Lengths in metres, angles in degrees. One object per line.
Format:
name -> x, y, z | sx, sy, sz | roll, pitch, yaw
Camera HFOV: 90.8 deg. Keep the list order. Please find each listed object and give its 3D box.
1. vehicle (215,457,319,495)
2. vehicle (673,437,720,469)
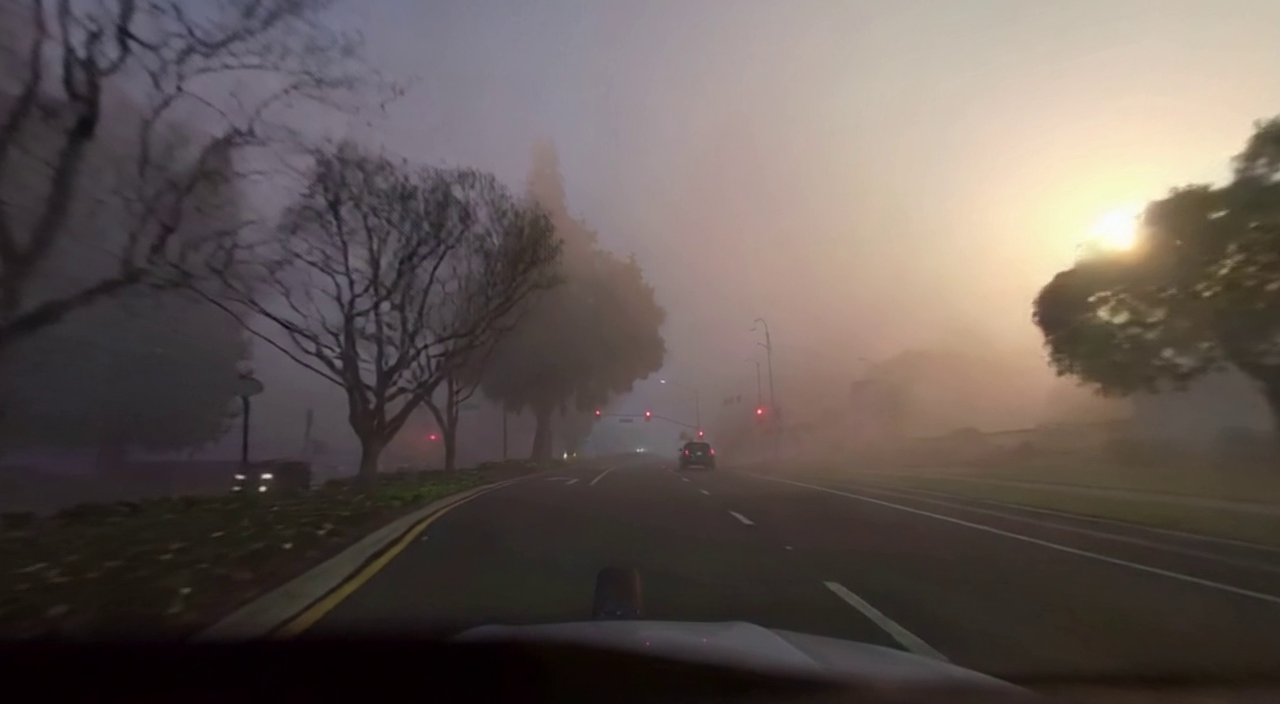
vehicle -> -16.261, 5.398, 27.854 | 1.938, 1.468, 4.375 | 0, -9, 0
vehicle -> 3.394, 6.229, 38.984 | 2.229, 1.795, 4.927 | 0, -9, -2
